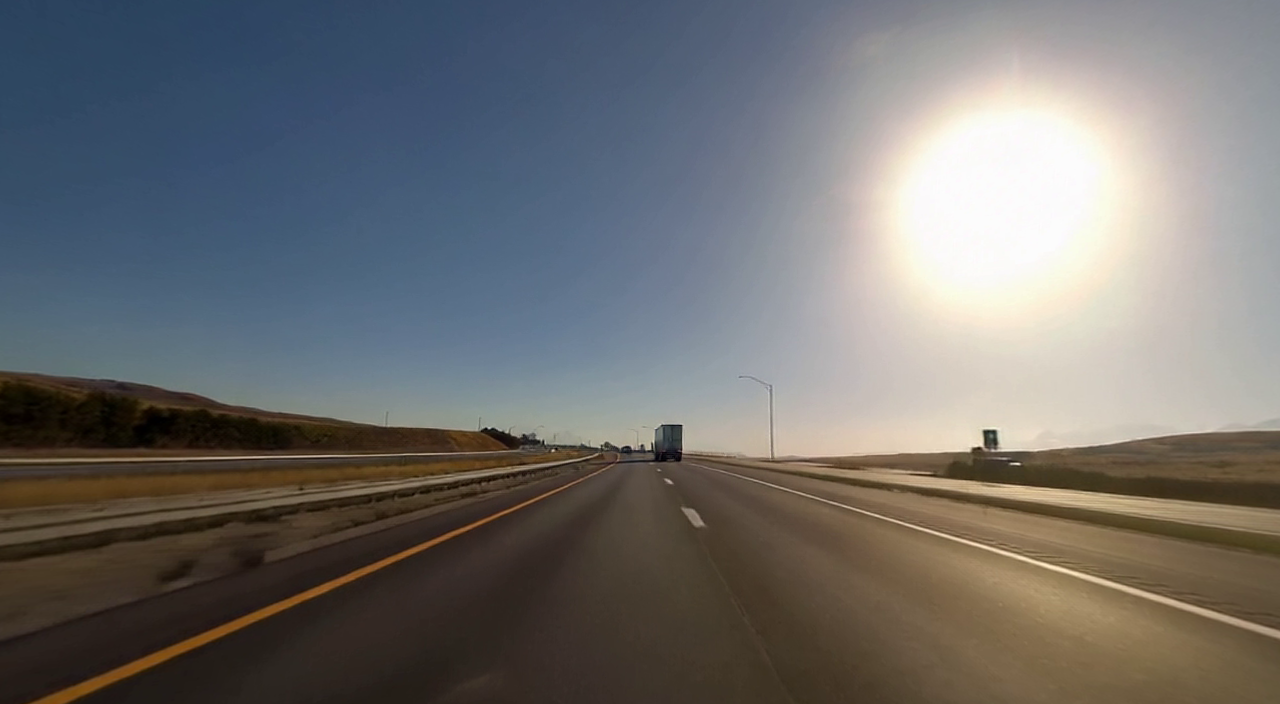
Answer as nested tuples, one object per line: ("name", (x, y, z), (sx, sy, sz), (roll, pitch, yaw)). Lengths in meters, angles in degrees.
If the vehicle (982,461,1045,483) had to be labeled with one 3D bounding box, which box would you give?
("vehicle", (27.705, 8.877, 46.859), (1.836, 1.499, 3.936), (2, -9, -11))
